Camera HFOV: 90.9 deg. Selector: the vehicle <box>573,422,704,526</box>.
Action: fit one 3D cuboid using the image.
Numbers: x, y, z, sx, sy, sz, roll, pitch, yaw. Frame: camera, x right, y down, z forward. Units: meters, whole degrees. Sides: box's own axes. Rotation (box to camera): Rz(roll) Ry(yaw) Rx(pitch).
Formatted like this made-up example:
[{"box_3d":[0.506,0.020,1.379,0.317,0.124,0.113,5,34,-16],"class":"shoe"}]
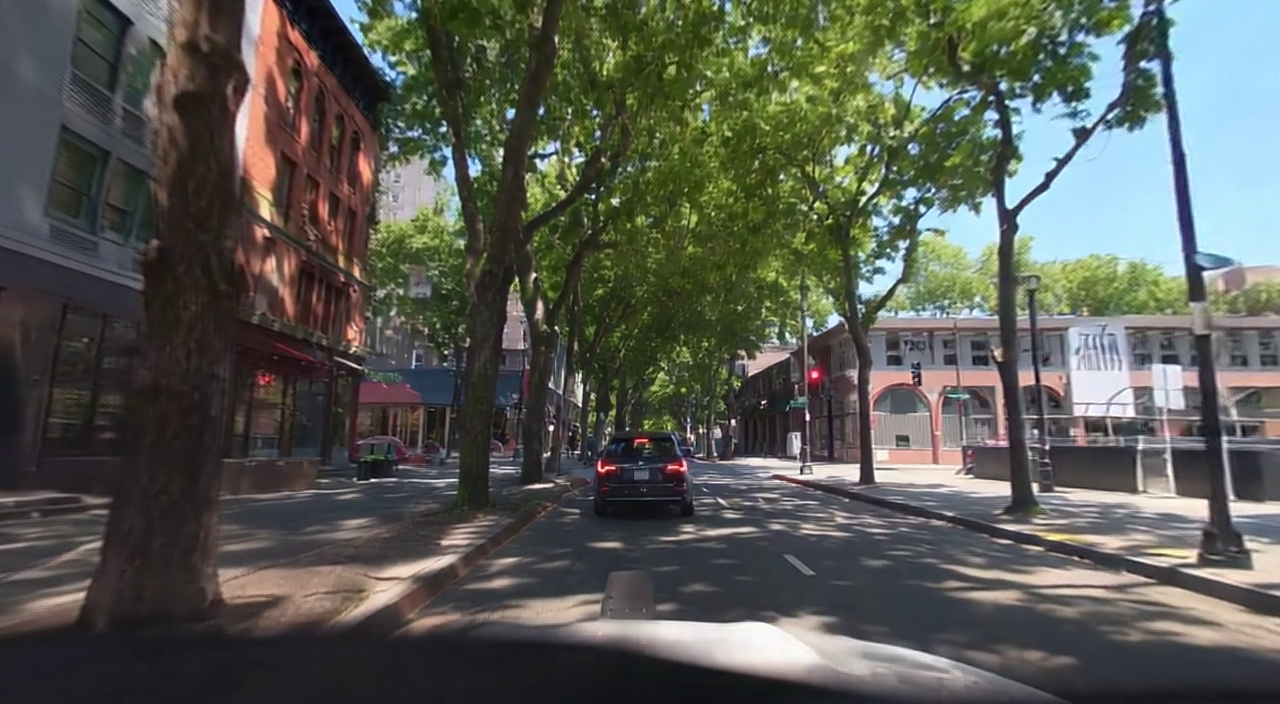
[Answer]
[{"box_3d":[-0.073,2.219,11.966,2.079,1.621,3.861,0,-8,-1],"class":"vehicle"}]
